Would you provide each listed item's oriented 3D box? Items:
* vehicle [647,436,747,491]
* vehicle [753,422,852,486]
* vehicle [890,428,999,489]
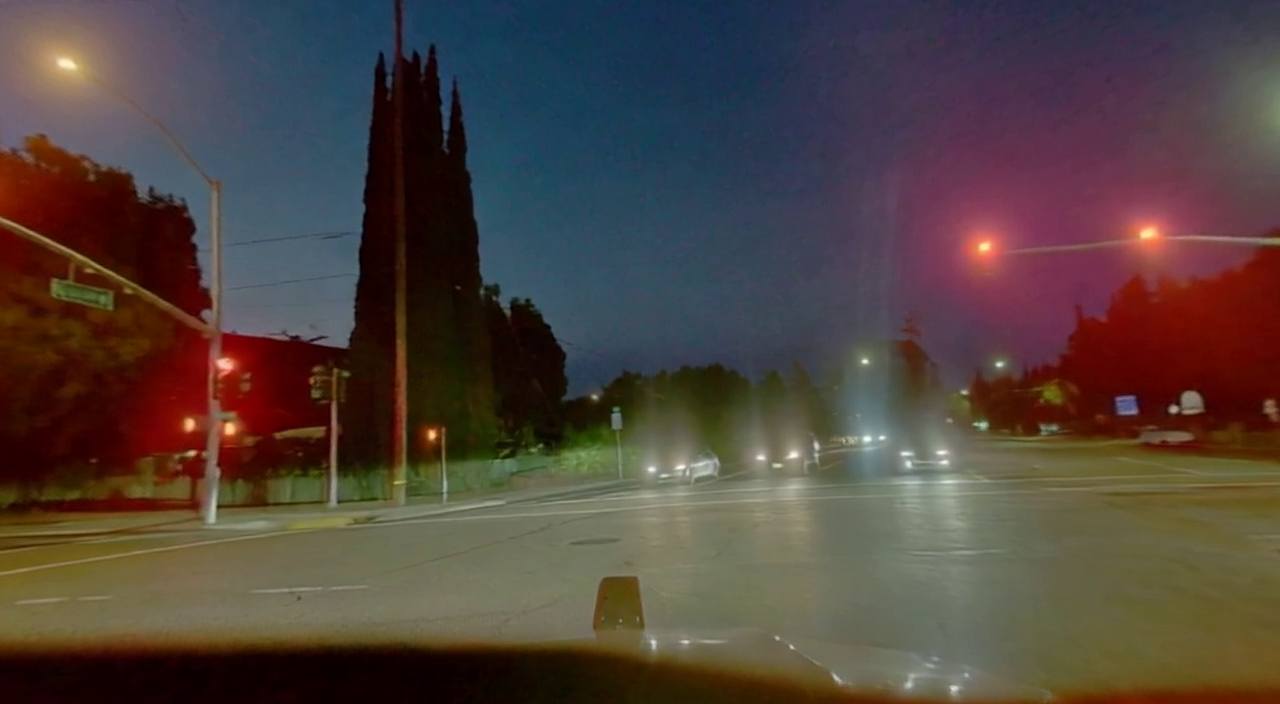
[{"bbox_3d":[2.226,4.076,23.475,2.241,1.819,4.690,-4,-9,24],"label":"vehicle"},{"bbox_3d":[5.968,3.615,22.645,2.479,1.977,5.254,-4,-9,24],"label":"vehicle"},{"bbox_3d":[8.479,2.998,18.069,2.174,1.477,4.805,-4,-9,19],"label":"vehicle"}]
